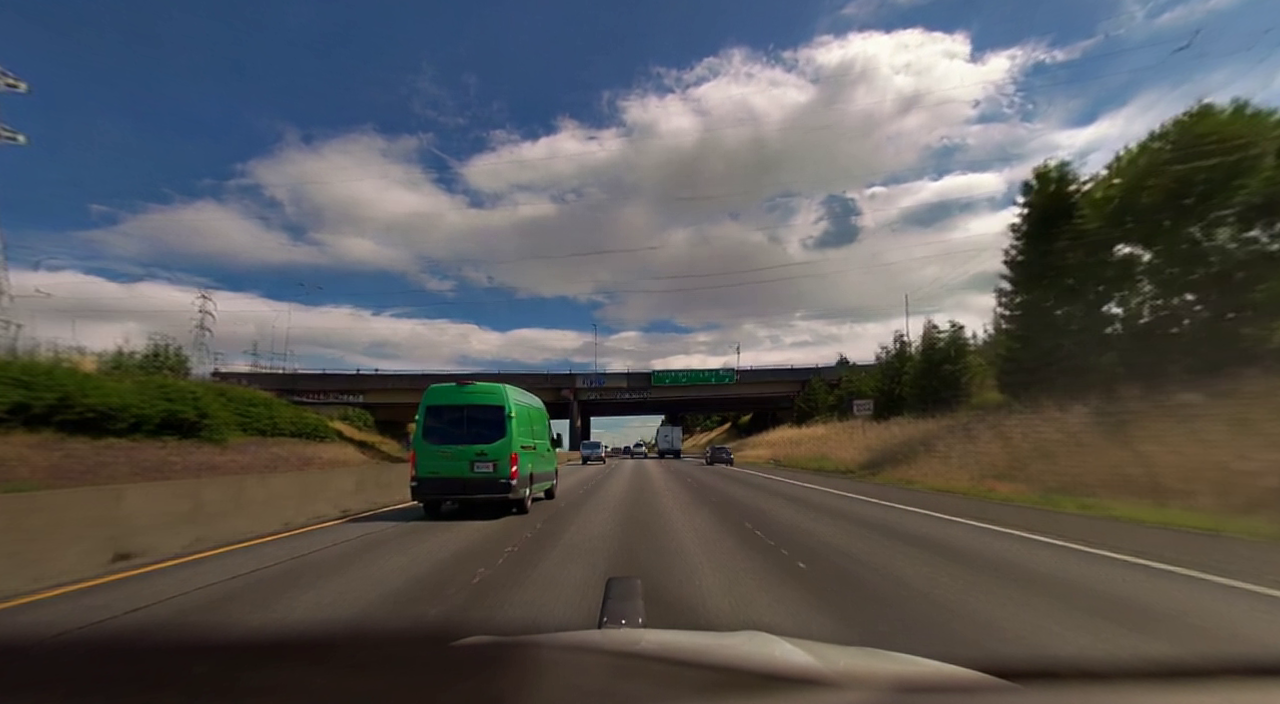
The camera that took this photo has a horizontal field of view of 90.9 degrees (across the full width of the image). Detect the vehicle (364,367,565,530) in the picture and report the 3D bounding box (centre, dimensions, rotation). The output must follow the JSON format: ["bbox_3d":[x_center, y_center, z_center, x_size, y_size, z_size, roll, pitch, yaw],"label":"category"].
[{"bbox_3d":[-3.181,2.002,13.154,2.451,2.627,5.868,0,-9,0],"label":"vehicle"}]

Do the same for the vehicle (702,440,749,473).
[{"bbox_3d":[4.648,5.788,34.963,1.936,1.664,4.198,0,-9,-1],"label":"vehicle"}]

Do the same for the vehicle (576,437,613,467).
[{"bbox_3d":[-3.218,7.237,45.747,2.334,2.051,4.900,0,-9,0],"label":"vehicle"}]
